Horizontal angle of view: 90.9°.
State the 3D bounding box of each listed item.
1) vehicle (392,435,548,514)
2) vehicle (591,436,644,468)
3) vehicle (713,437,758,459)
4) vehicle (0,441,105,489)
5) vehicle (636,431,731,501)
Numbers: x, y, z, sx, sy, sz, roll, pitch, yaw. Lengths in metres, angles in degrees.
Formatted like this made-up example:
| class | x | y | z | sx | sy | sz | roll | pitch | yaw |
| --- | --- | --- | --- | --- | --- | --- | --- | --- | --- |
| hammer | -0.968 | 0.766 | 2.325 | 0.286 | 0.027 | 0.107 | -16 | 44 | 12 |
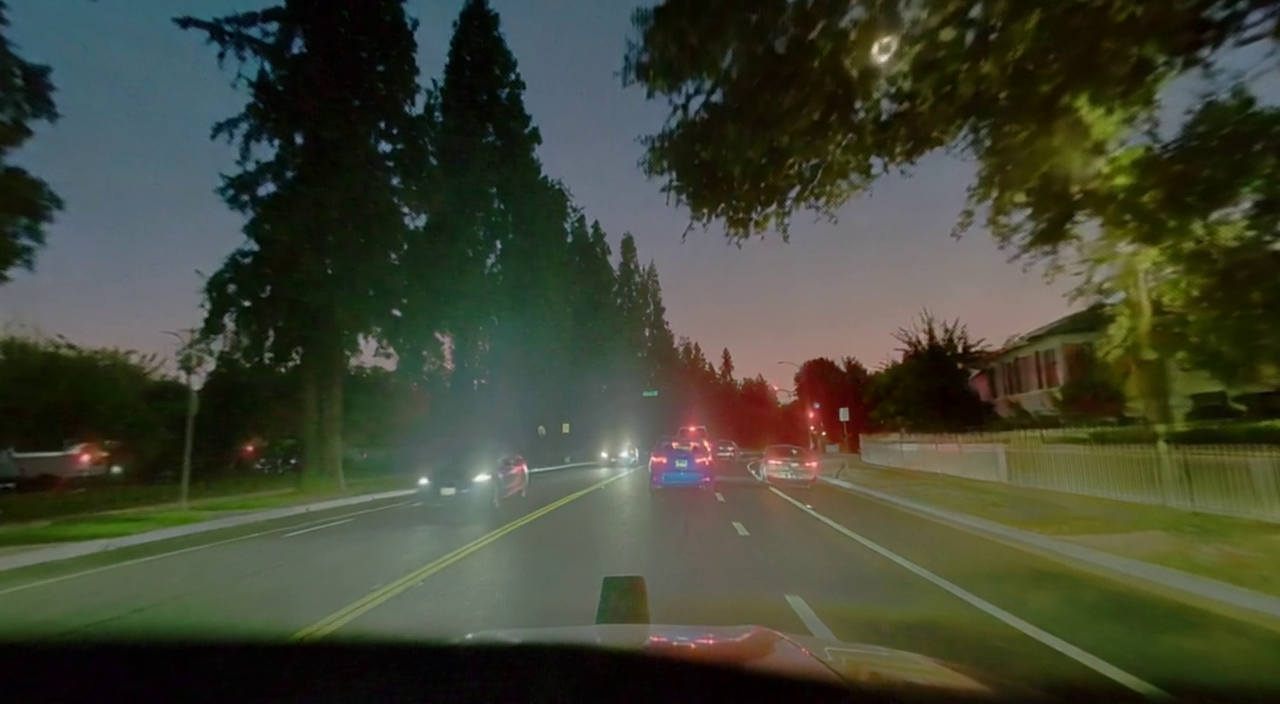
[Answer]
| class | x | y | z | sx | sy | sz | roll | pitch | yaw |
| --- | --- | --- | --- | --- | --- | --- | --- | --- | --- |
| vehicle | -3.592 | 2.676 | 14.333 | 1.961 | 1.498 | 4.401 | -1 | -8 | 5 |
| vehicle | -1.196 | 5.729 | 36.159 | 2.082 | 1.682 | 4.623 | -1 | -9 | 11 |
| vehicle | 7.542 | 7.502 | 49.300 | 1.988 | 1.601 | 4.353 | -5 | -10 | 30 |
| vehicle | -20.142 | 3.564 | 20.079 | 1.937 | 1.450 | 4.422 | -1 | -8 | 9 |
| vehicle | 1.060 | 2.818 | 15.932 | 2.070 | 1.516 | 3.936 | 0 | -8 | 3 |
